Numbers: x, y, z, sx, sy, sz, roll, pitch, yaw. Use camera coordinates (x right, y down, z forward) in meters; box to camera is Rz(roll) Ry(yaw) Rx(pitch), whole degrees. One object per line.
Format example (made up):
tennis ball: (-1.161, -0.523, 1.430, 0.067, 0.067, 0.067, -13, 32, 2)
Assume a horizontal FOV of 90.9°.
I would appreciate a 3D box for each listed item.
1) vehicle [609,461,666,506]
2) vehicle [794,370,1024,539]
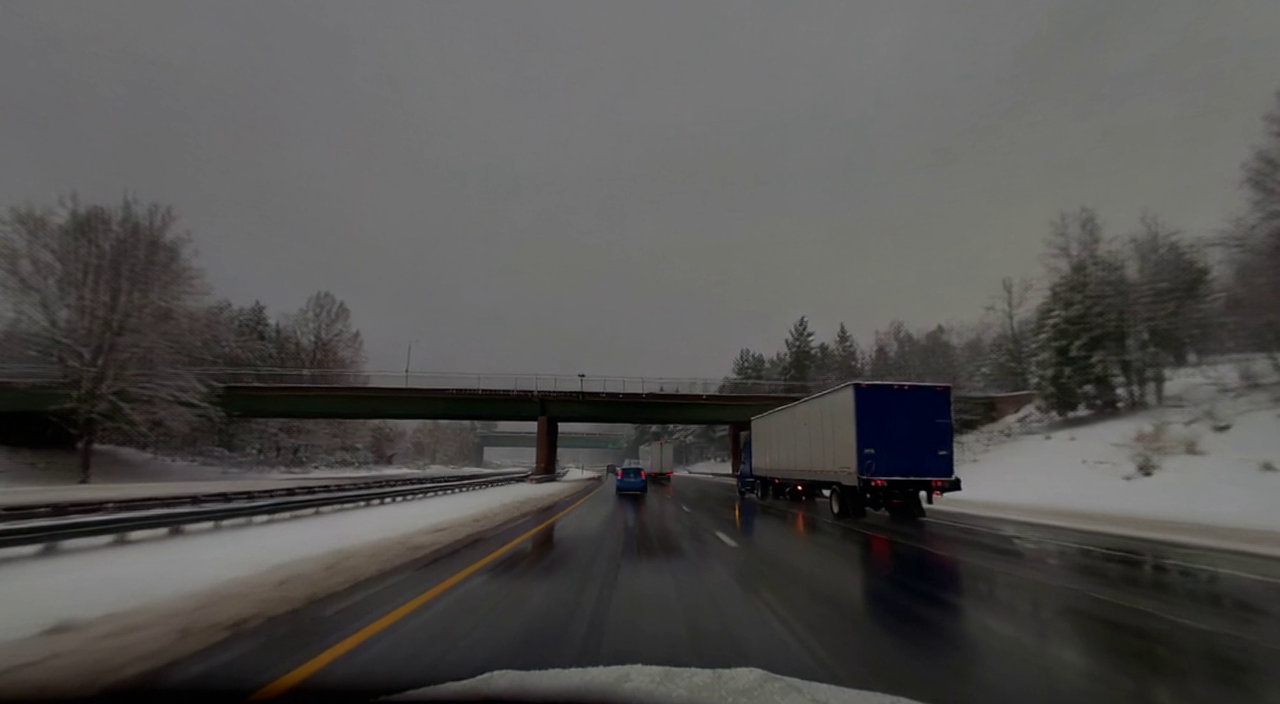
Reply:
vehicle: (-0.094, 5.116, 24.704, 2.067, 1.552, 3.601, 1, -11, -1)
vehicle: (6.922, 2.984, 18.032, 2.839, 3.684, 8.091, 1, -11, -1)
